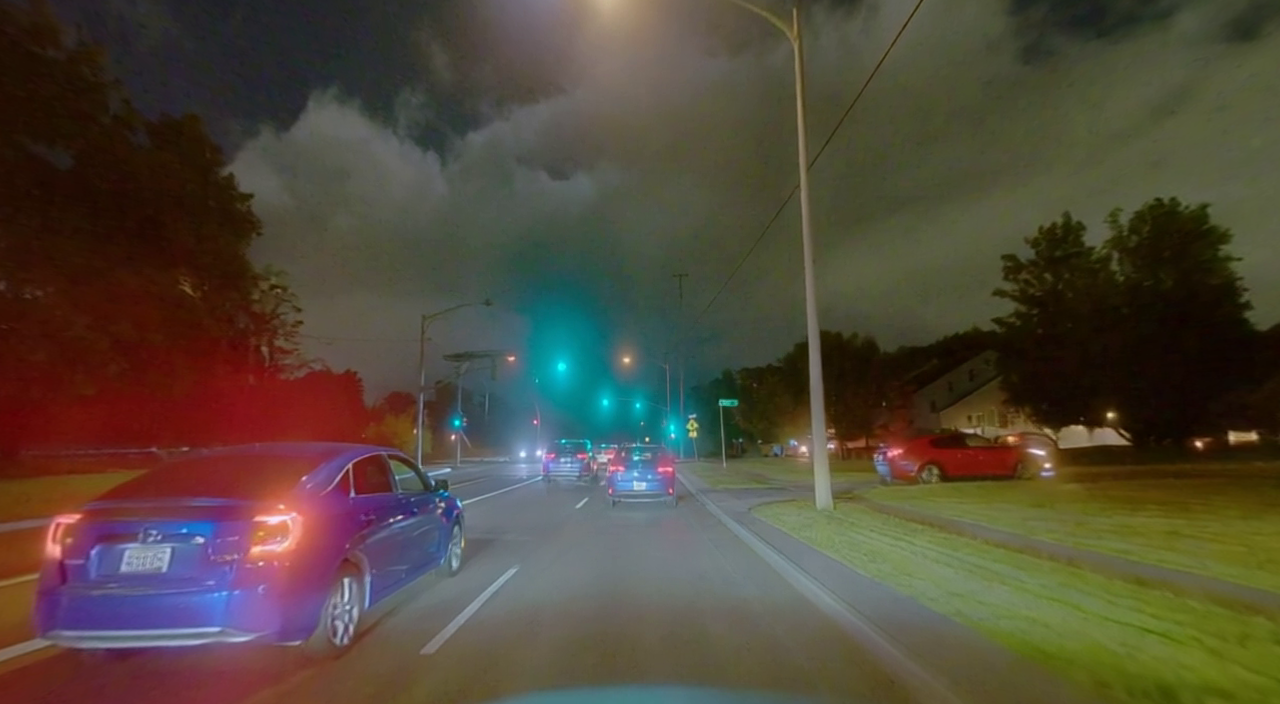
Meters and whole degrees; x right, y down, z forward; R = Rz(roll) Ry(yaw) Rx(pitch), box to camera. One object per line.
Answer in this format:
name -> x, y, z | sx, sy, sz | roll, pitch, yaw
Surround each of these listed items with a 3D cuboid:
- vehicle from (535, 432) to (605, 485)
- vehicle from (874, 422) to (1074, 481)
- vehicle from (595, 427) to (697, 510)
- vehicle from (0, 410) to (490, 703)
vehicle -> -2.466, 3.893, 23.282 | 2.000, 1.737, 4.133 | 0, -9, 2
vehicle -> 9.137, 2.761, 17.560 | 4.456, 1.504, 1.914 | 0, -8, 0
vehicle -> 0.105, 2.720, 15.133 | 2.120, 1.718, 3.909 | 0, -9, 0
vehicle -> -2.836, 1.344, 5.119 | 1.968, 1.472, 4.685 | 0, -9, 1
